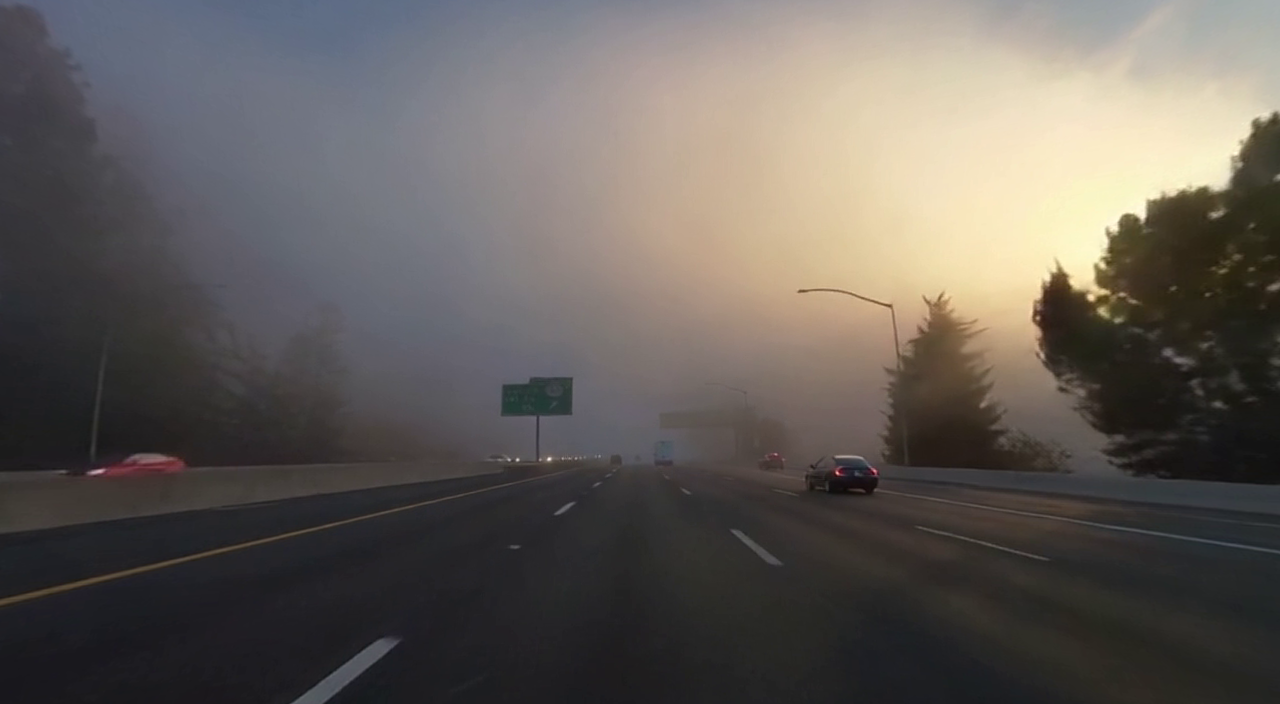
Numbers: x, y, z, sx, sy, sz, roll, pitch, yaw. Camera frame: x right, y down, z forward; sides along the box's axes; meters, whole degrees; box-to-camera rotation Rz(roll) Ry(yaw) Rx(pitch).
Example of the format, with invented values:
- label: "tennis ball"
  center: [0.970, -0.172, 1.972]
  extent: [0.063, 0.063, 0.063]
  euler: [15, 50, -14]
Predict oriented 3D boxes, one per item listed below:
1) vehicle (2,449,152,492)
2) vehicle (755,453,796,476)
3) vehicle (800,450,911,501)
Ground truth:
- label: "vehicle"
  center: [-22.824, 4.788, 25.921]
  extent: [1.914, 1.615, 4.545]
  euler: [0, -9, 0]
- label: "vehicle"
  center: [9.487, 7.896, 44.564]
  extent: [1.878, 1.509, 4.327]
  euler: [0, -9, 0]
- label: "vehicle"
  center: [7.027, 4.065, 21.254]
  extent: [1.861, 1.500, 4.860]
  euler: [0, -9, -2]
